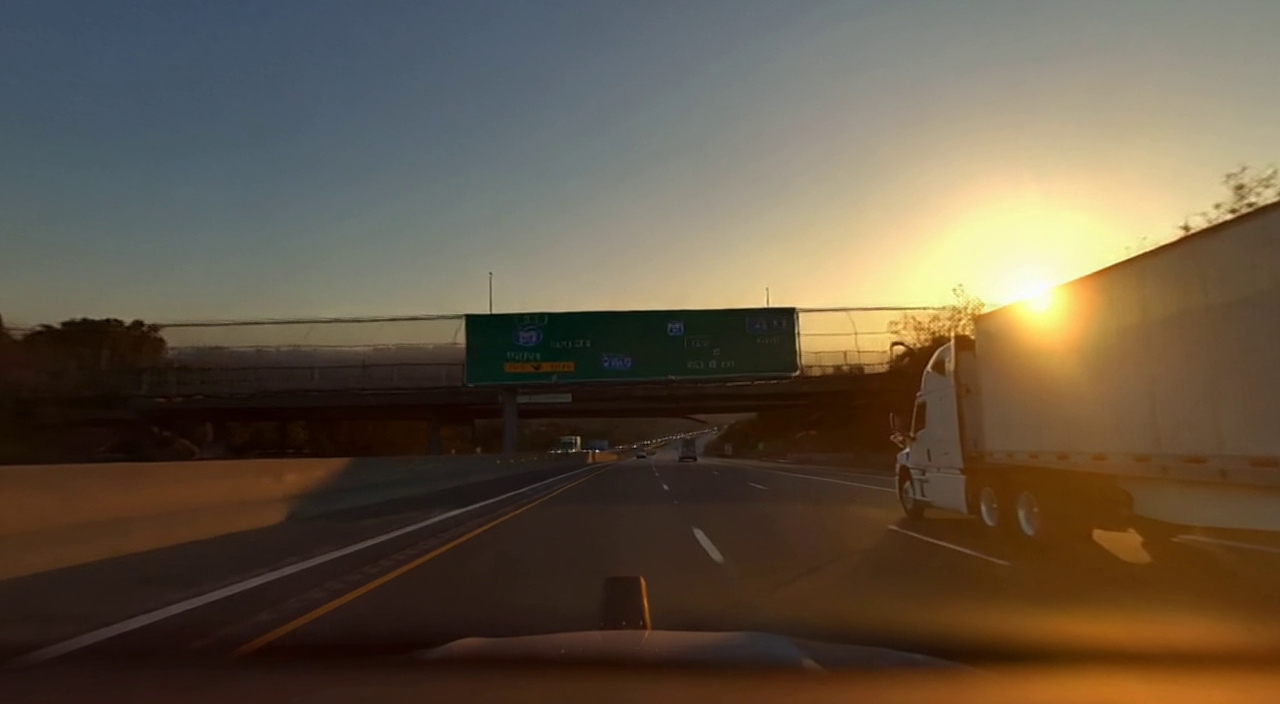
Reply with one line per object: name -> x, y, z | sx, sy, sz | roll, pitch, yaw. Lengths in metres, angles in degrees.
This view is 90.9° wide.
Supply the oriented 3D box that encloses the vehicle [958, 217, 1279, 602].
vehicle -> 6.713, 0.700, 6.674 | 2.690, 3.197, 7.515 | 0, -9, 0
